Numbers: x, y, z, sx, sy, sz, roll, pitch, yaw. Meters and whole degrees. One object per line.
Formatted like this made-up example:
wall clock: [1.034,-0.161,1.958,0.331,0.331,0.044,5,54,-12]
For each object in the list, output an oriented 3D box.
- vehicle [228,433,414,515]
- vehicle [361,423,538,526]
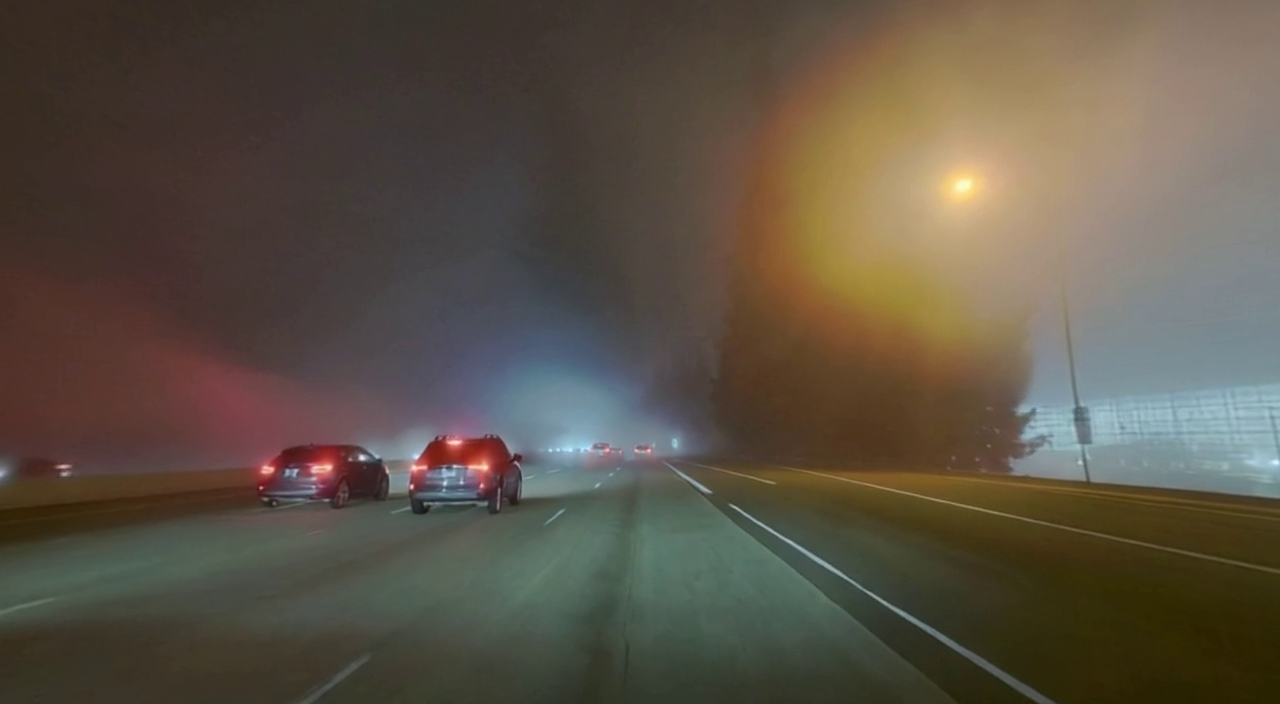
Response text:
vehicle: [-7.425,2.878,15.327,2.071,1.661,4.540,0,-9,1]
vehicle: [-3.570,2.405,12.843,2.158,1.717,4.375,-1,-9,1]
